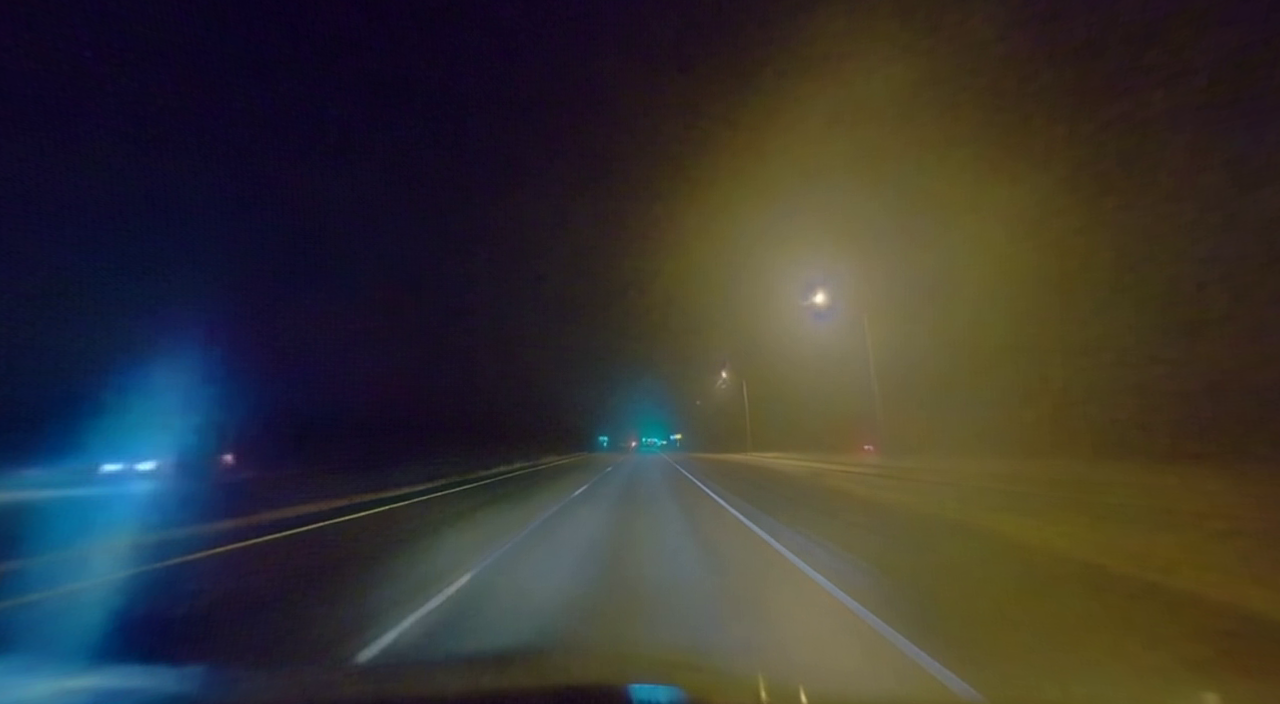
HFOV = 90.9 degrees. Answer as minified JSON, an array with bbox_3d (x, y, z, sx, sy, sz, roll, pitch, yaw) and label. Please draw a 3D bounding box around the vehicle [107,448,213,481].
[{"bbox_3d":[-22.050,5.153,29.175,1.834,1.393,3.869,0,-8,0],"label":"vehicle"}]
